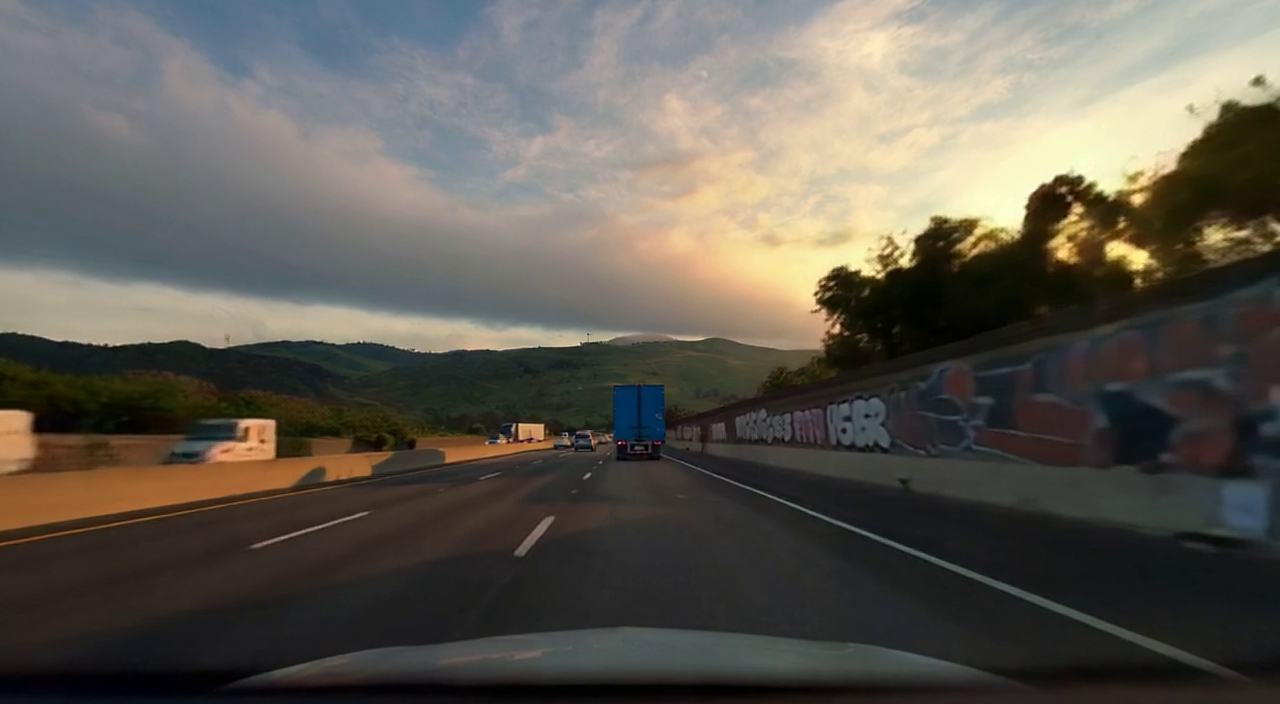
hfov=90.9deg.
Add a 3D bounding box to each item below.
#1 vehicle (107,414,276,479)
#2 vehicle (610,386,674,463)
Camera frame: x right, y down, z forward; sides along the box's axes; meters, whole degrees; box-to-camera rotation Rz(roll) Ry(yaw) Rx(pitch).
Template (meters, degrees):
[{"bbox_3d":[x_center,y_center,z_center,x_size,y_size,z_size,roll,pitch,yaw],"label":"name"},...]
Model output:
[{"bbox_3d":[-18.700,3.988,26.961,2.295,2.413,6.880,0,-8,-2],"label":"vehicle"},{"bbox_3d":[-0.143,4.300,36.529,2.921,3.765,10.773,1,-8,-4],"label":"vehicle"}]
